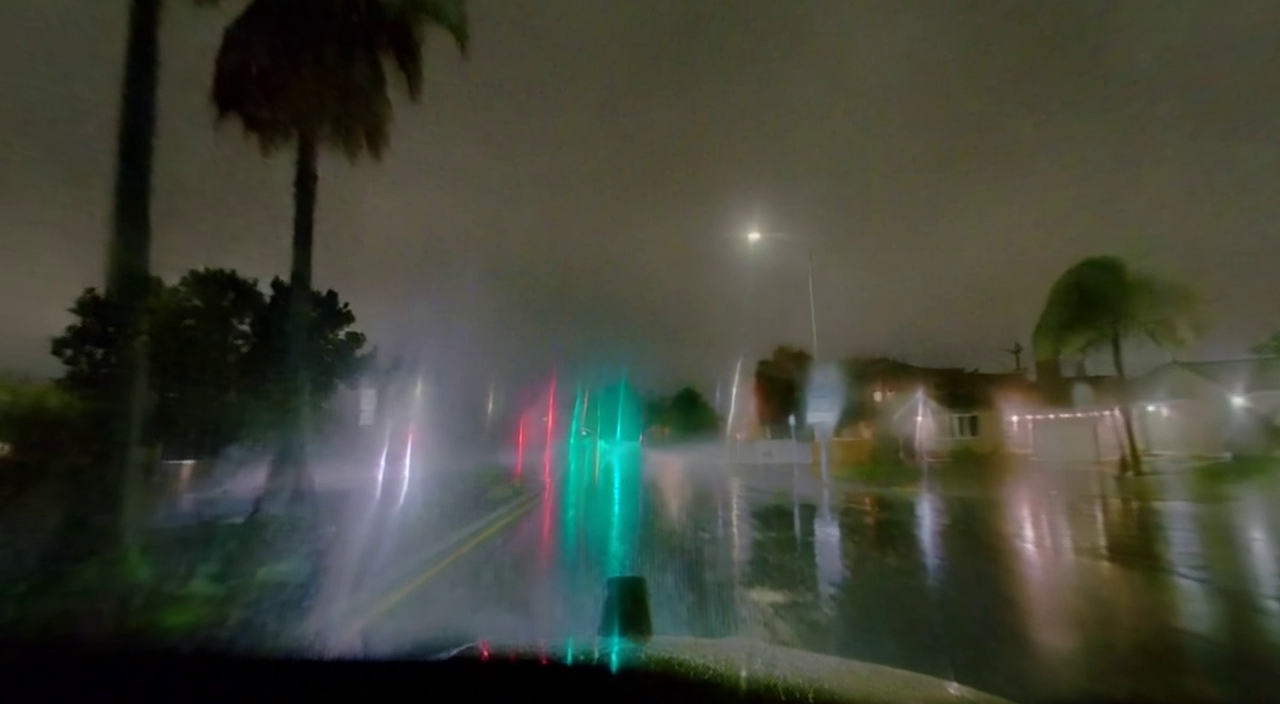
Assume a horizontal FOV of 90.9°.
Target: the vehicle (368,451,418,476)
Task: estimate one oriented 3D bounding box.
[{"bbox_3d":[-15.801,7.117,40.523,1.965,1.492,4.498,1,-9,-8],"label":"vehicle"}]
